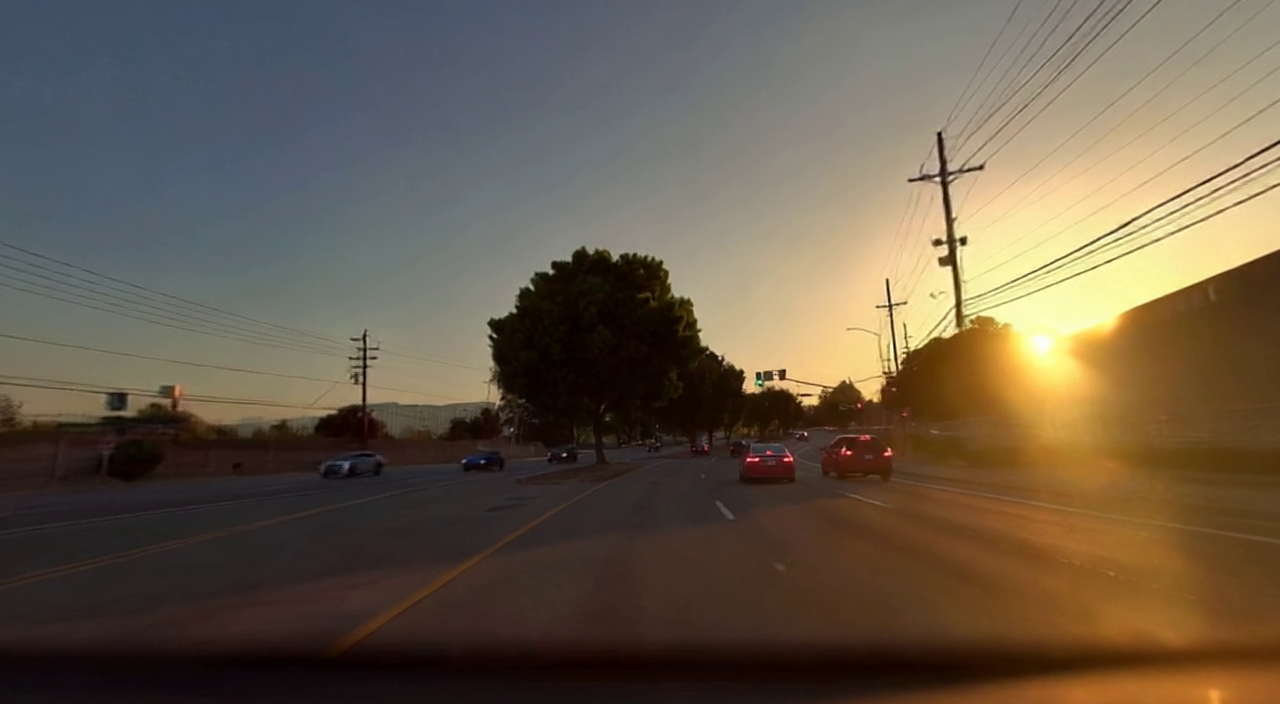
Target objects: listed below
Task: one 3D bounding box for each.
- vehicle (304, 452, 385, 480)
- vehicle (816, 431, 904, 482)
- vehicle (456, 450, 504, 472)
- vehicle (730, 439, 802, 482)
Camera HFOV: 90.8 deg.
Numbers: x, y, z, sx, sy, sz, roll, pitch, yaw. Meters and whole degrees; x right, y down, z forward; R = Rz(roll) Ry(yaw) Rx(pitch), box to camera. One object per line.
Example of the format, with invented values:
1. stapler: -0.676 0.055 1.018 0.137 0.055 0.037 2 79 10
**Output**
1. vehicle: -16.809 6.493 36.289 1.959 1.484 4.672 -1 -9 7
2. vehicle: 8.361 4.009 24.476 2.029 1.795 4.371 -1 -9 3
3. vehicle: -11.816 8.042 46.960 1.847 1.478 4.746 -1 -9 7
4. vehicle: 4.694 4.111 24.231 2.035 1.460 4.392 -1 -8 3
